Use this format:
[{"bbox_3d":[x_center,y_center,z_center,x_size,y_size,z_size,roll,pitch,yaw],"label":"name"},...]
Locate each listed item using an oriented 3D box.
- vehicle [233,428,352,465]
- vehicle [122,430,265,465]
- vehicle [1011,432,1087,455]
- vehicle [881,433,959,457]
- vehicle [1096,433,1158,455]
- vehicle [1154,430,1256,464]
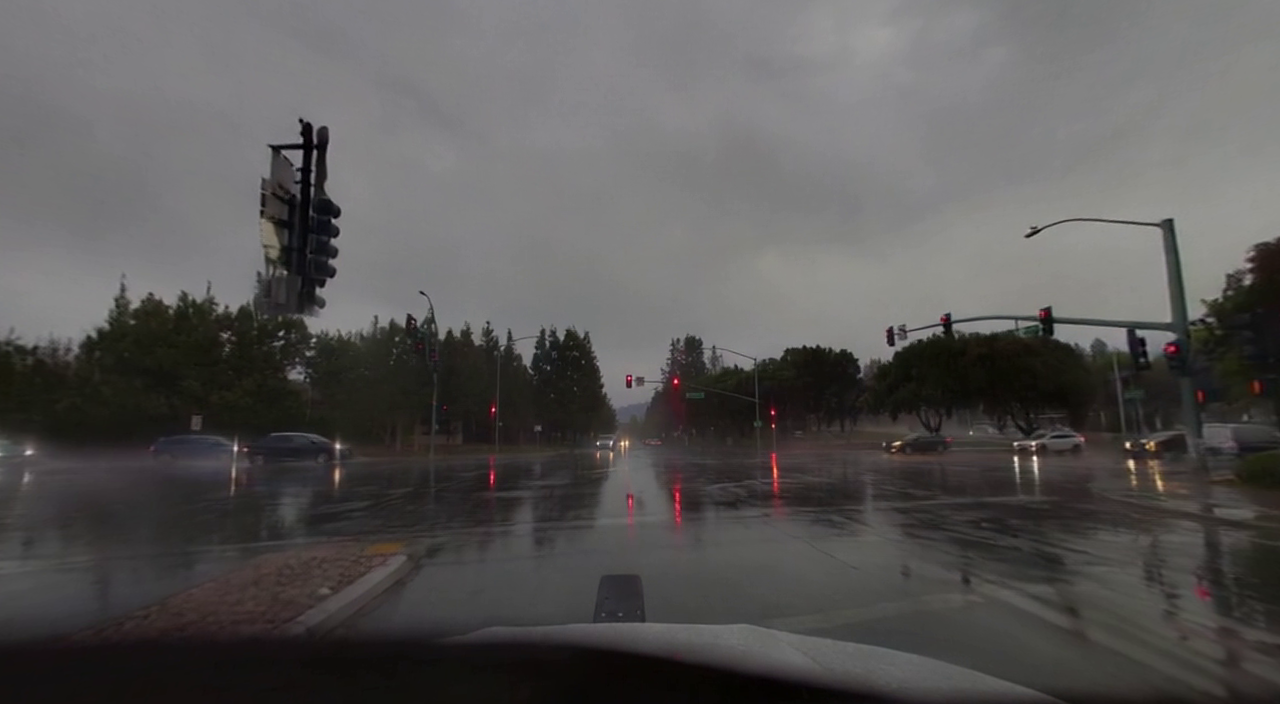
[{"bbox_3d":[-15.250,4.197,28.026,4.331,1.544,1.896,3,-9,-21],"label":"vehicle"},{"bbox_3d":[-20.269,4.377,28.930,4.912,1.485,1.922,3,-9,-19],"label":"vehicle"},{"bbox_3d":[29.092,6.534,44.958,4.481,1.561,2.001,2,-9,-16],"label":"vehicle"},{"bbox_3d":[18.054,6.007,40.793,4.516,1.468,1.962,3,-9,-22],"label":"vehicle"},{"bbox_3d":[37.001,7.013,48.000,4.533,1.471,1.772,6,-8,-24],"label":"vehicle"},{"bbox_3d":[27.655,4.660,30.914,4.515,1.543,1.872,4,-9,-24],"label":"vehicle"}]
